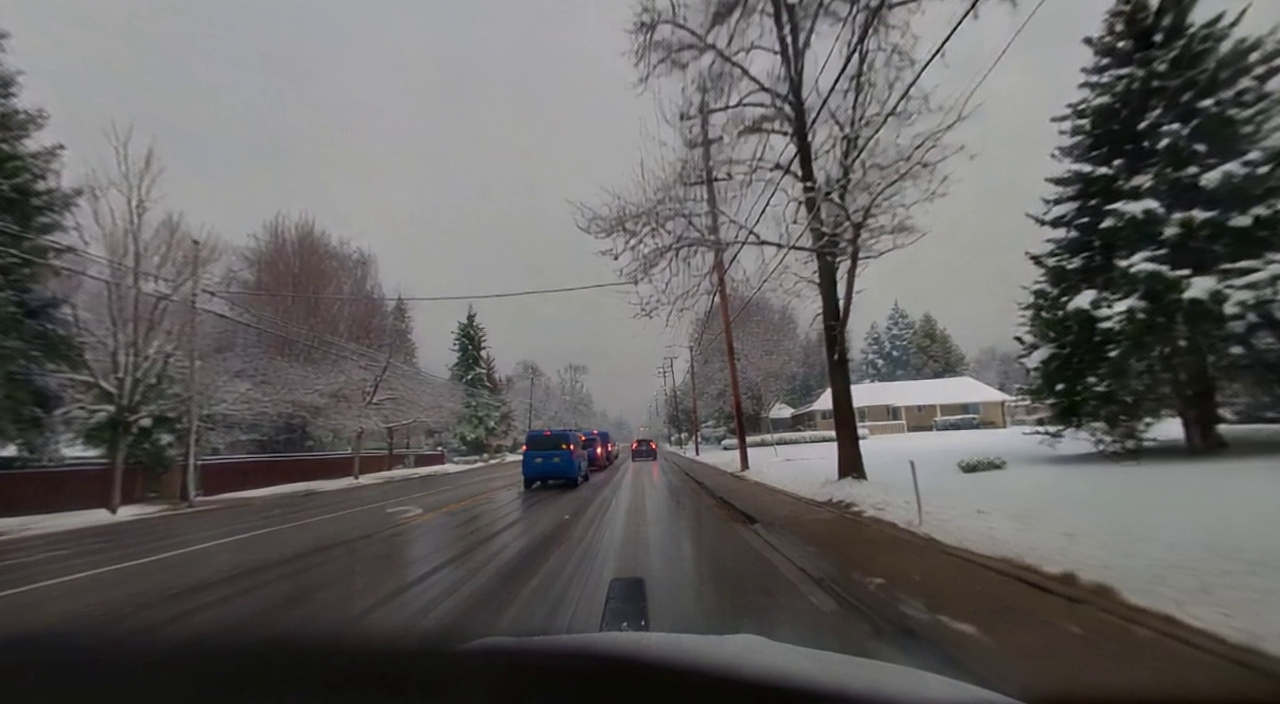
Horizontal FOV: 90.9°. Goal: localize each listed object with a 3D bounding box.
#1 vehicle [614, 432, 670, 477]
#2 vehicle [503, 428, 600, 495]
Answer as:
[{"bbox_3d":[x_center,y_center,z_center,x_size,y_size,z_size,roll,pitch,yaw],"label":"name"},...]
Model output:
[{"bbox_3d":[0.060,4.206,26.042,2.120,1.718,3.909,0,-9,0],"label":"vehicle"},{"bbox_3d":[-2.505,3.243,19.002,2.157,1.765,4.303,0,-9,2],"label":"vehicle"}]
